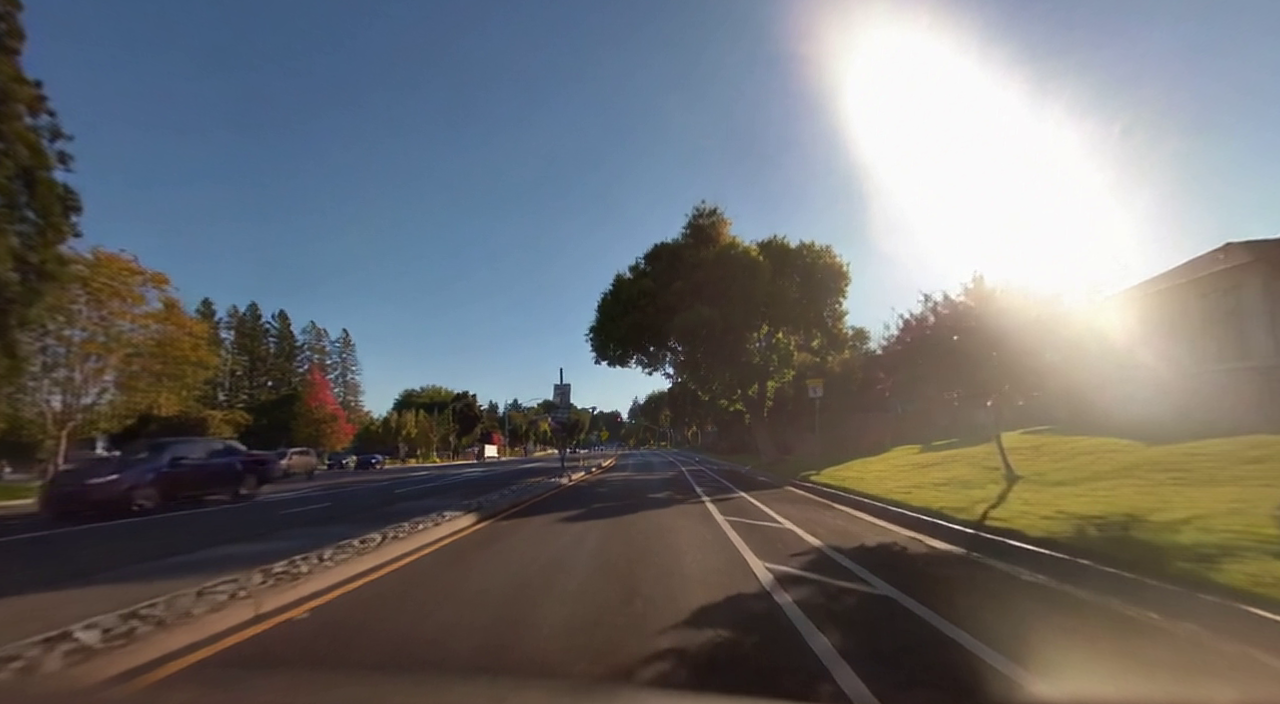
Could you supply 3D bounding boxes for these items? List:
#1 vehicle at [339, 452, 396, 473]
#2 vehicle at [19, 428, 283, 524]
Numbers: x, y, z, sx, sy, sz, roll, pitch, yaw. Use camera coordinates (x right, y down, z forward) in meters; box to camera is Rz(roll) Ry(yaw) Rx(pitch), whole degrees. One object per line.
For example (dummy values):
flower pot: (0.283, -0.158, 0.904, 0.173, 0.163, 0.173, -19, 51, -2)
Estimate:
vehicle: (-21.288, 8.651, 49.485, 1.919, 1.497, 5.140, -1, -8, 4)
vehicle: (-11.274, 2.860, 15.216, 2.336, 1.905, 4.908, -1, -8, 1)
